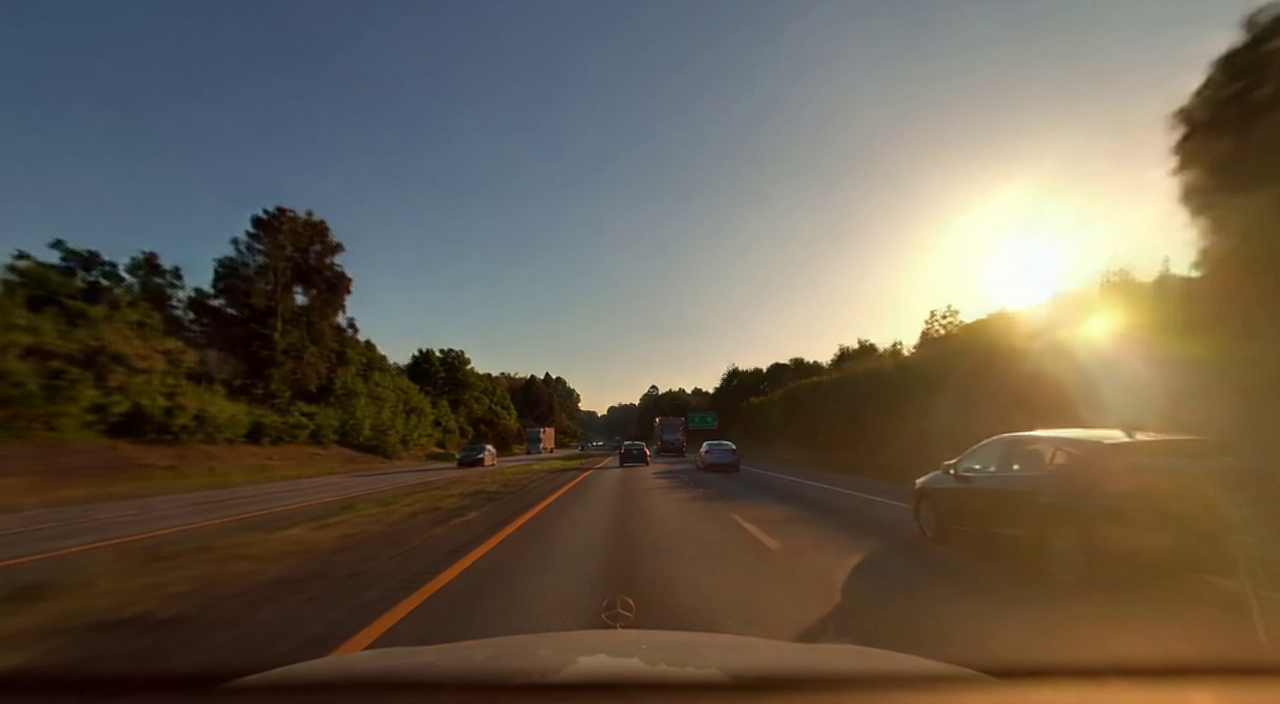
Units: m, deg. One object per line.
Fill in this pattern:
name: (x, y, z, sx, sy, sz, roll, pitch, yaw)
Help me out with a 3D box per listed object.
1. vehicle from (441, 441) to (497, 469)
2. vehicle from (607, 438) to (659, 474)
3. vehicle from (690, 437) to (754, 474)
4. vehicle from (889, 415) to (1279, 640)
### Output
vehicle: (-9.741, 5.888, 36.210, 2.154, 1.488, 4.002, 0, -8, -1)
vehicle: (-0.324, 4.505, 27.702, 2.143, 1.466, 3.693, 0, -8, -1)
vehicle: (3.483, 4.475, 27.602, 2.004, 1.469, 4.472, 0, -8, -2)
vehicle: (4.534, 1.487, 6.510, 2.066, 1.526, 4.216, 0, -8, -2)
